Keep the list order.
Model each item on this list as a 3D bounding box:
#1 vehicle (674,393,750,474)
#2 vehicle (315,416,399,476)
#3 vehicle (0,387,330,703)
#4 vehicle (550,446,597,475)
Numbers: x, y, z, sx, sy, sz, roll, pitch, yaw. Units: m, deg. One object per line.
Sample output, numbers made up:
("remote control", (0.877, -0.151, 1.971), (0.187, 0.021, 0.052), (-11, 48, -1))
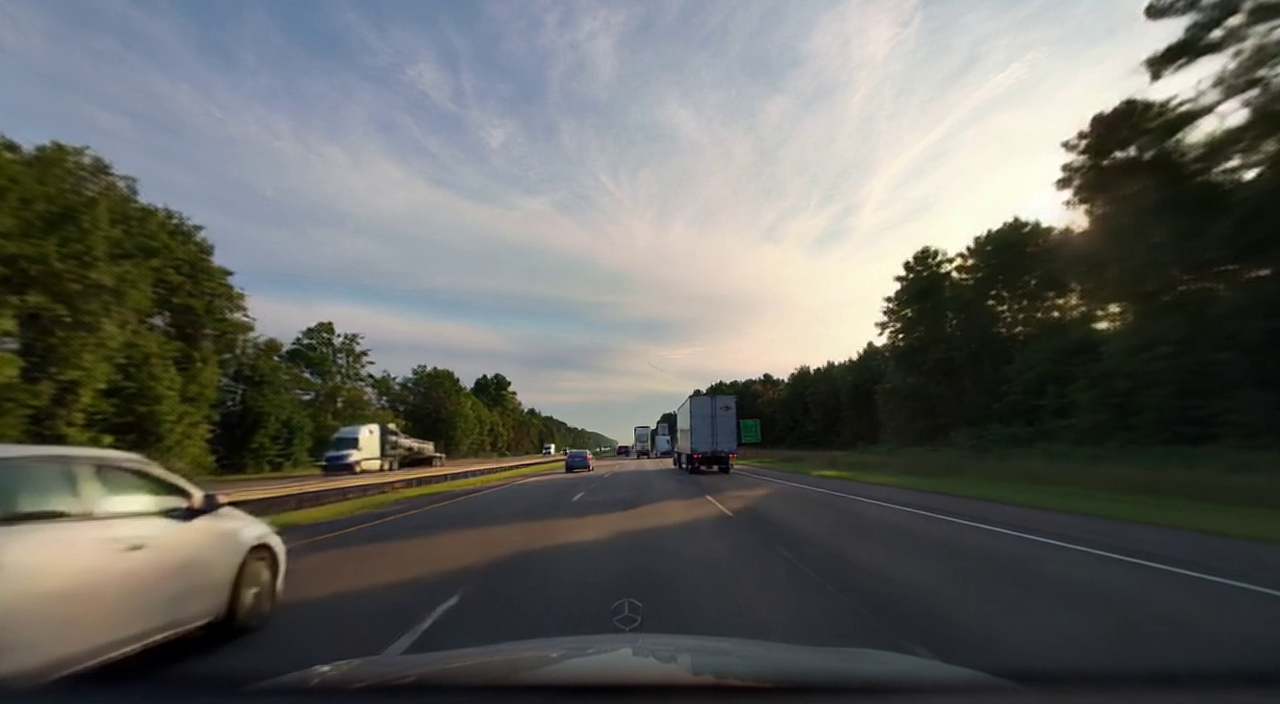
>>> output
("vehicle", (4.027, 5.273, 39.446), (2.974, 4.083, 14.389), (0, -9, 0))
("vehicle", (-19.524, 6.580, 43.967), (3.011, 3.819, 5.956), (0, -9, 0))
("vehicle", (-3.353, 0.873, 2.108), (2.104, 1.526, 4.940), (0, -9, 0))
("vehicle", (-3.525, 5.863, 34.304), (2.121, 1.445, 4.651), (0, -9, 0))
